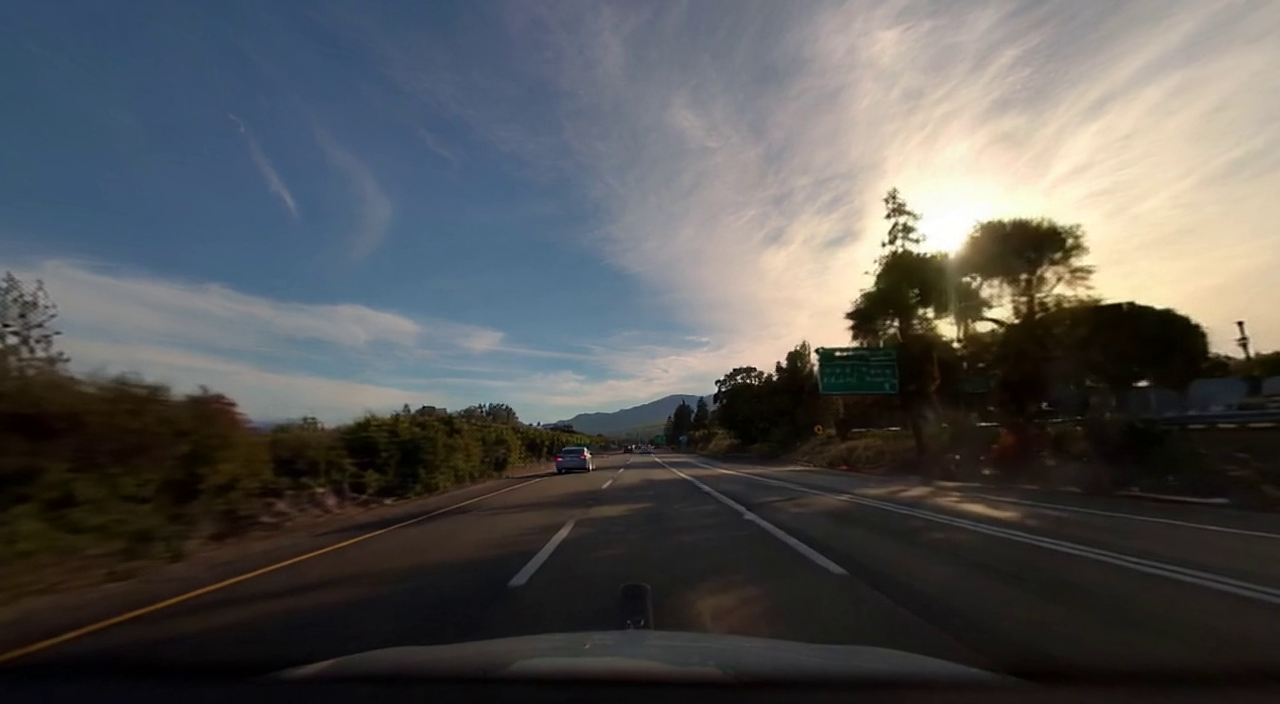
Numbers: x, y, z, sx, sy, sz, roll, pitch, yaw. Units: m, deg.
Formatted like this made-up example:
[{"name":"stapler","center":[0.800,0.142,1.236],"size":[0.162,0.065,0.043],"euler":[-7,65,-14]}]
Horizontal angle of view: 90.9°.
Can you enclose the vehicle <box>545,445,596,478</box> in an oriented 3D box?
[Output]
[{"name":"vehicle","center":[-3.499,5.587,32.441],"size":[2.021,1.526,4.385],"euler":[0,-8,1]}]

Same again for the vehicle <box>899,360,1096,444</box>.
[{"name":"vehicle","center":[21.049,3.606,39.231],"size":[3.077,4.132,15.370],"euler":[0,-9,-1]}]
